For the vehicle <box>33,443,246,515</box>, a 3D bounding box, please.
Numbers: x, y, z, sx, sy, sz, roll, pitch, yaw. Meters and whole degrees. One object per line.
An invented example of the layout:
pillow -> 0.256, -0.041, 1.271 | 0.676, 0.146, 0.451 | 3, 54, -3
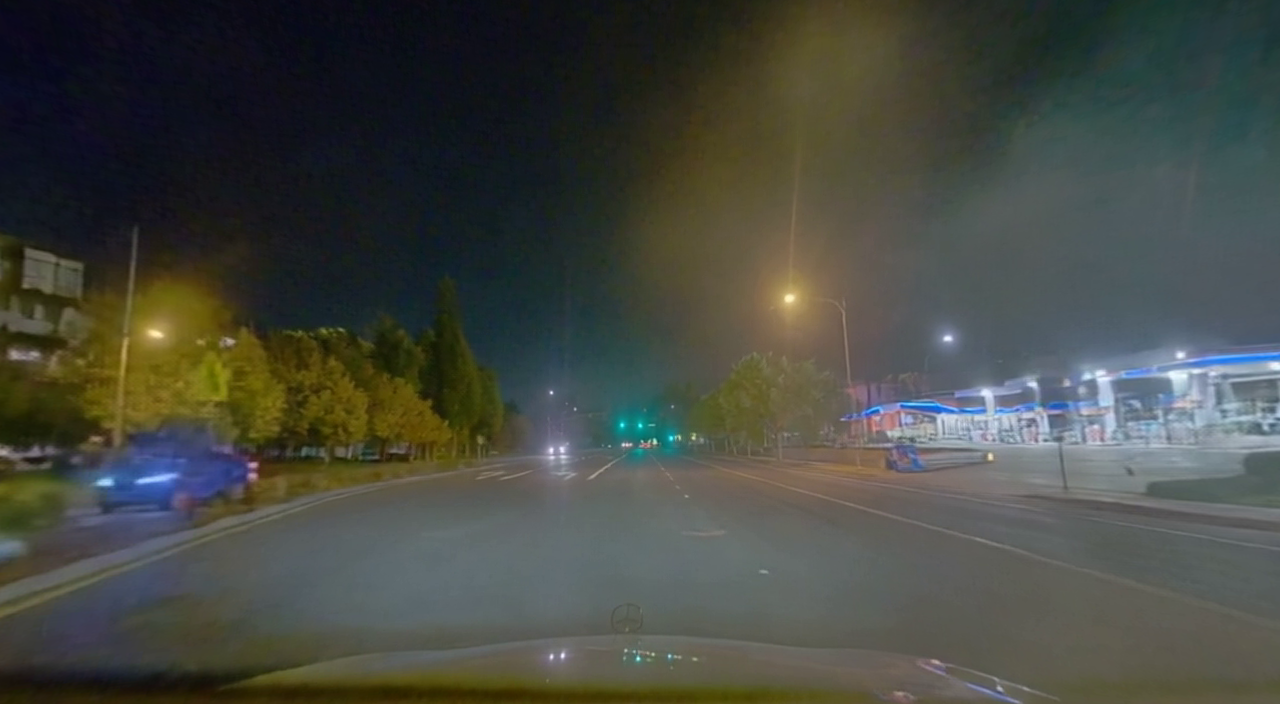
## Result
vehicle -> -11.923, 2.995, 15.515 | 1.725, 1.507, 4.251 | 0, -8, 0
